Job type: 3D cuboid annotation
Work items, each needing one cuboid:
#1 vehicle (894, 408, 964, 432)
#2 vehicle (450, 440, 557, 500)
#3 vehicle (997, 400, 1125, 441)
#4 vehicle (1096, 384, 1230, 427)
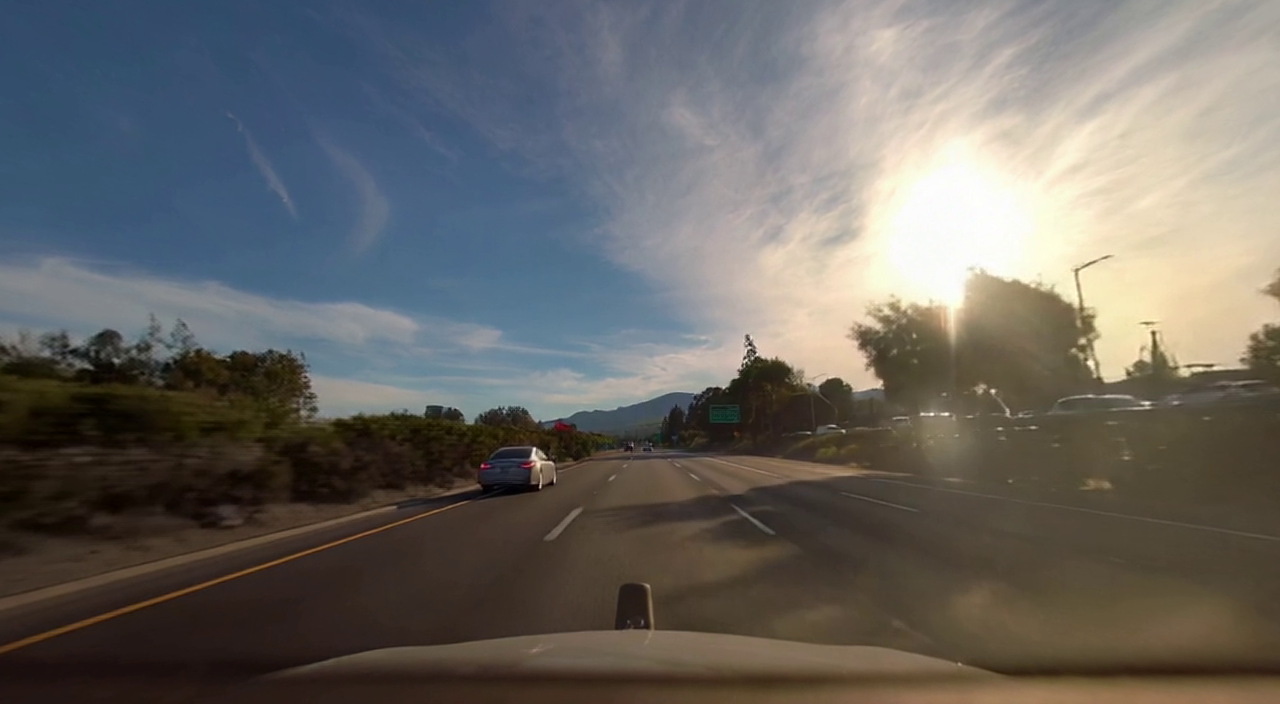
[{"bbox_3d":[21.524,5.098,46.935,4.459,1.642,1.856,-5,-10,30],"label":"vehicle"},{"bbox_3d":[-3.798,3.369,18.425,2.021,1.526,4.385,0,-8,2],"label":"vehicle"},{"bbox_3d":[19.711,3.285,29.632,4.728,1.706,1.975,-7,-11,36],"label":"vehicle"},{"bbox_3d":[20.947,2.207,25.465,3.860,1.519,1.697,-6,-10,33],"label":"vehicle"}]
